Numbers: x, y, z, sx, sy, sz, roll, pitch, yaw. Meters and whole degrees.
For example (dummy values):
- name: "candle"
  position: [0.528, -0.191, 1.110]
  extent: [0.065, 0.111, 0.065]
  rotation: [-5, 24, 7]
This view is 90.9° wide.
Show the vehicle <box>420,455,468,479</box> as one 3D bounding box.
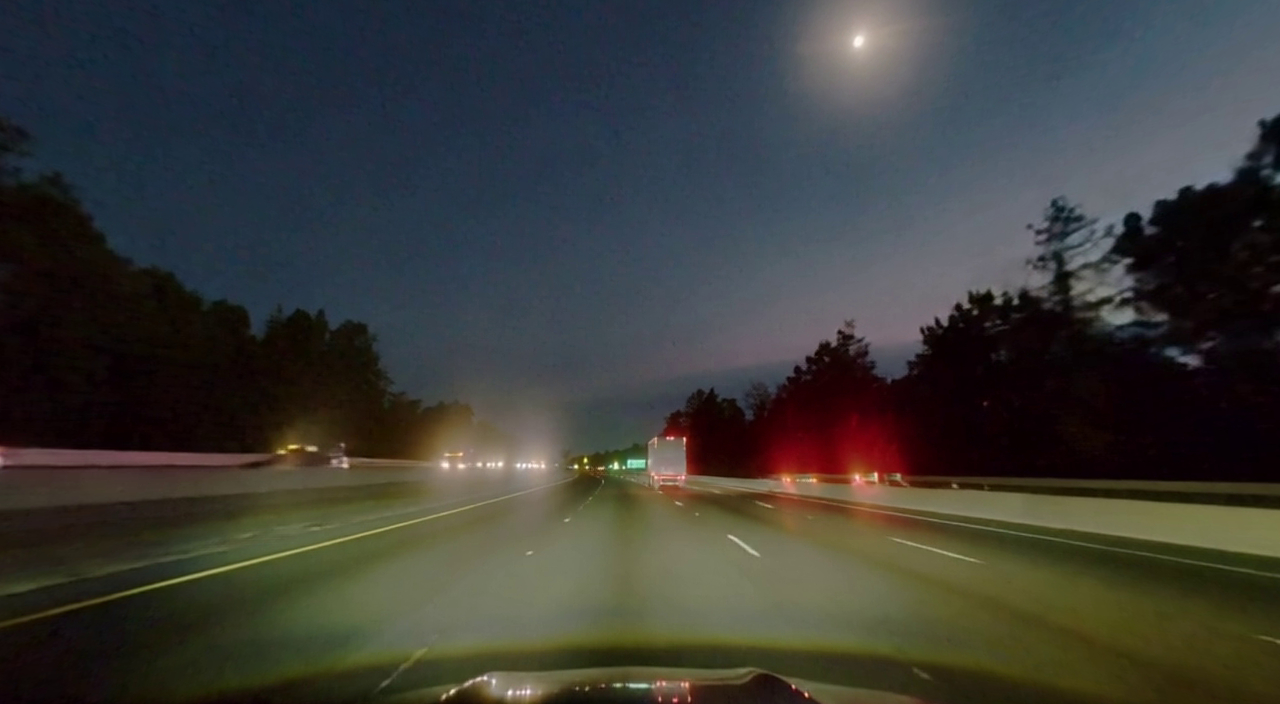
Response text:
- name: "vehicle"
  position: [-12.942, 7.660, 41.850]
  extent: [1.858, 1.451, 4.401]
  rotation: [1, -11, -1]

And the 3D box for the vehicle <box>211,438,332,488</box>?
- name: "vehicle"
  position: [-11.721, 3.605, 20.336]
  extent: [1.732, 1.414, 3.600]
  rotation: [1, -11, -1]
